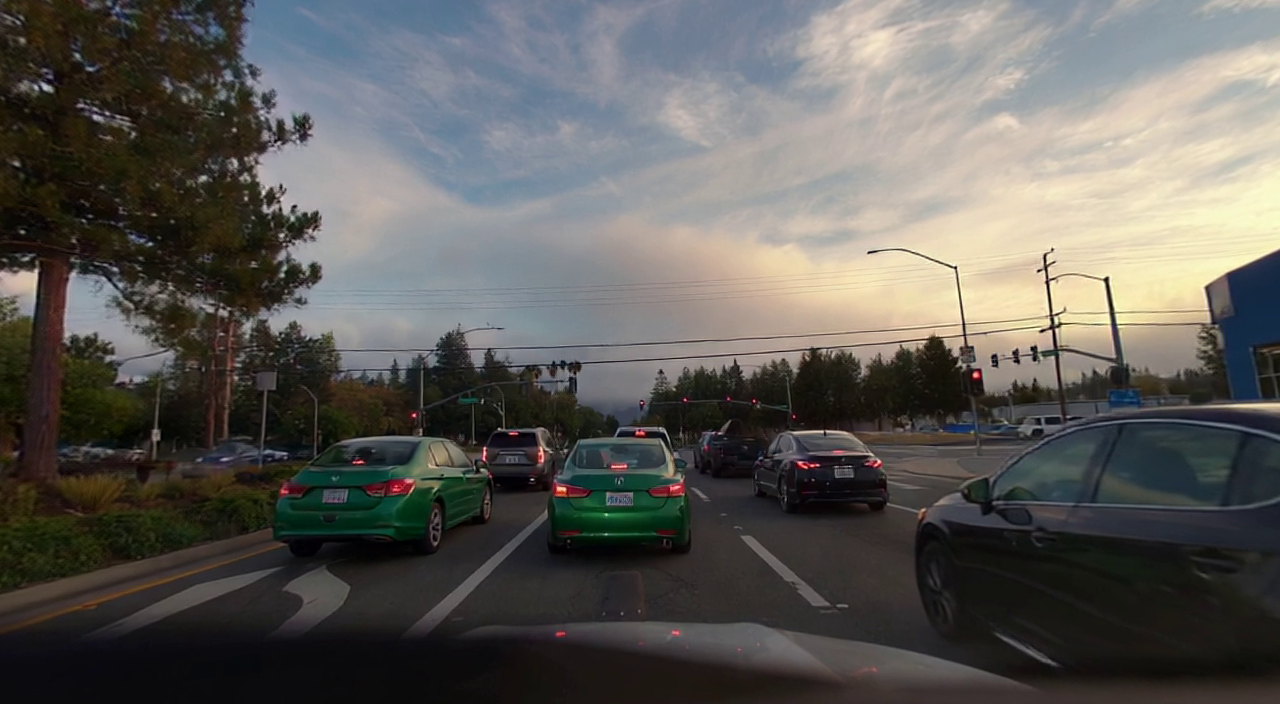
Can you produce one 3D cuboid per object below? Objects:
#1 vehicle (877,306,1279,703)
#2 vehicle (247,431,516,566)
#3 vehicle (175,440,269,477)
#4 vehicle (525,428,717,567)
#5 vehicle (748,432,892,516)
[{"bbox_3d":[2.977,0.798,2.458,2.196,1.676,4.865,0,-8,0],"label":"vehicle"},{"bbox_3d":[-3.210,1.889,8.942,1.917,1.441,4.128,-1,-8,2],"label":"vehicle"},{"bbox_3d":[-21.240,5.411,32.356,2.132,1.724,4.001,0,-8,-2],"label":"vehicle"},{"bbox_3d":[-0.210,1.835,8.711,2.041,1.450,3.847,0,-8,0],"label":"vehicle"},{"bbox_3d":[3.549,2.474,13.282,1.880,1.476,3.932,0,-8,1],"label":"vehicle"}]
